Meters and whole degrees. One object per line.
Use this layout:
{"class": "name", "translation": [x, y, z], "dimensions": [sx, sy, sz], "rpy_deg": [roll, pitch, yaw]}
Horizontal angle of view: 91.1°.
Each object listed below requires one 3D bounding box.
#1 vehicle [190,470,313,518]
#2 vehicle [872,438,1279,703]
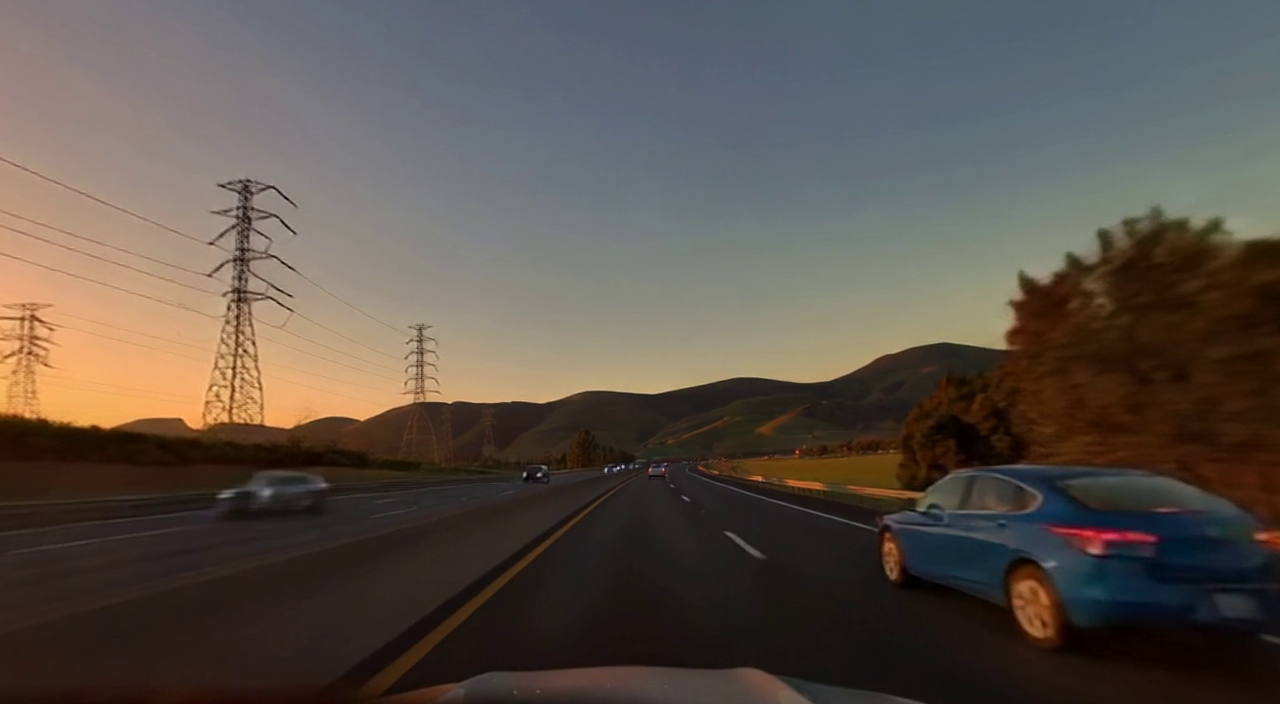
{"class": "vehicle", "translation": [-13.436, 4.894, 21.999], "dimensions": [1.735, 1.455, 3.716], "rpy_deg": [0, -10, 3]}
{"class": "vehicle", "translation": [3.647, 1.567, 5.110], "dimensions": [1.985, 1.521, 3.904], "rpy_deg": [1, -10, 0]}
